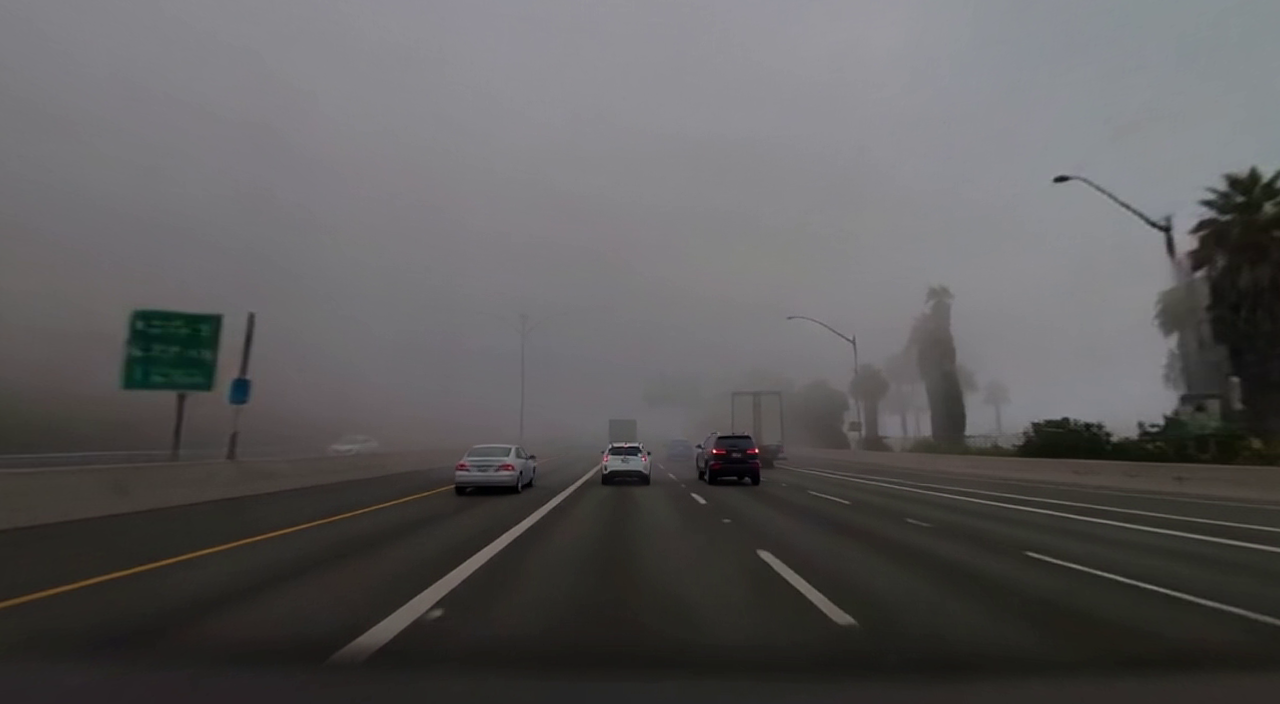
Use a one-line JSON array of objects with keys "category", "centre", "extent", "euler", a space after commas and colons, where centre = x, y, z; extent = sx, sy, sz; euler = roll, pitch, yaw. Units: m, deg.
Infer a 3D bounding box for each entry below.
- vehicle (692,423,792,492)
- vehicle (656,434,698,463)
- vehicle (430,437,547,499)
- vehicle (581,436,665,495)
[{"category": "vehicle", "centre": [2.993, 3.230, 19.609], "extent": [2.173, 1.870, 4.499], "euler": [0, -8, -2]}, {"category": "vehicle", "centre": [2.491, 6.712, 44.027], "extent": [2.476, 1.843, 5.652], "euler": [0, -8, -1]}, {"category": "vehicle", "centre": [-3.830, 3.007, 16.788], "extent": [1.998, 1.423, 4.436], "euler": [0, -8, 0]}, {"category": "vehicle", "centre": [-0.456, 3.166, 18.000], "extent": [2.136, 1.470, 3.971], "euler": [0, -8, -1]}]
